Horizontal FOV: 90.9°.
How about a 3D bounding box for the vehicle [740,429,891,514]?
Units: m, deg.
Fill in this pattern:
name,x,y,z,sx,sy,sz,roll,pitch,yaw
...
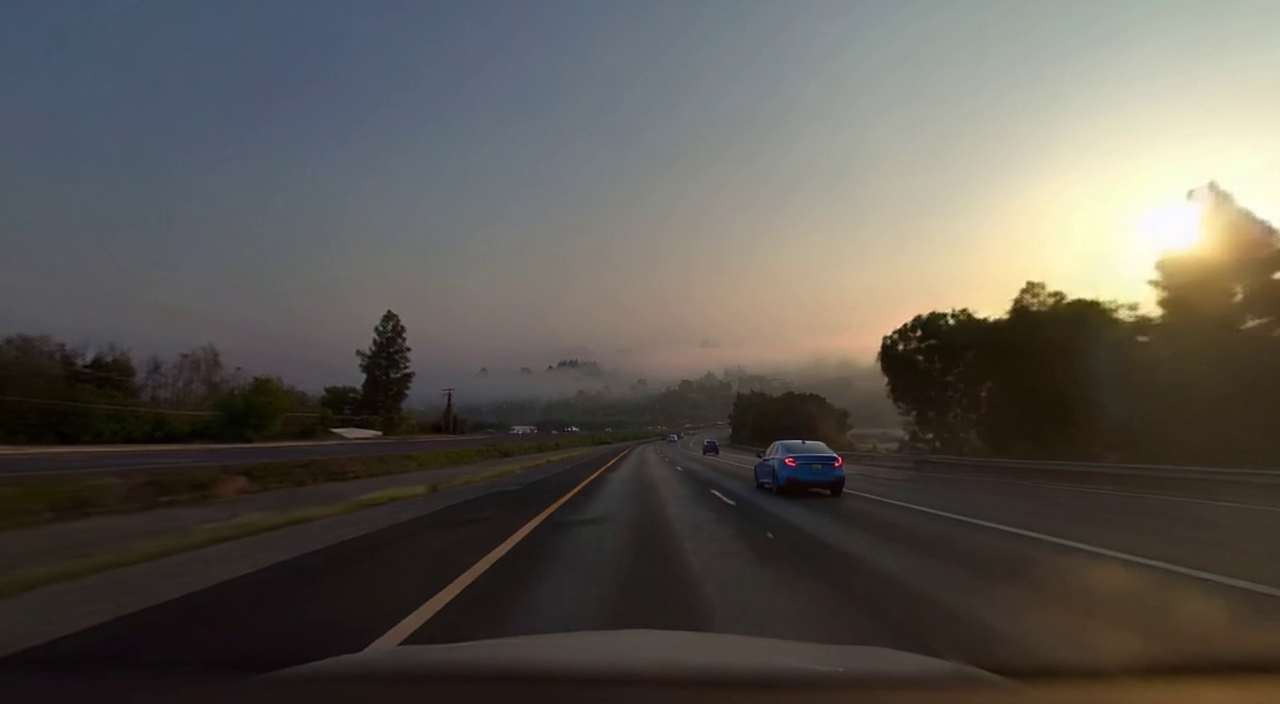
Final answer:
name,x,y,z,sx,sy,sz,roll,pitch,yaw
vehicle,3.617,2.550,13.988,2.050,1.546,4.344,0,-8,-1
